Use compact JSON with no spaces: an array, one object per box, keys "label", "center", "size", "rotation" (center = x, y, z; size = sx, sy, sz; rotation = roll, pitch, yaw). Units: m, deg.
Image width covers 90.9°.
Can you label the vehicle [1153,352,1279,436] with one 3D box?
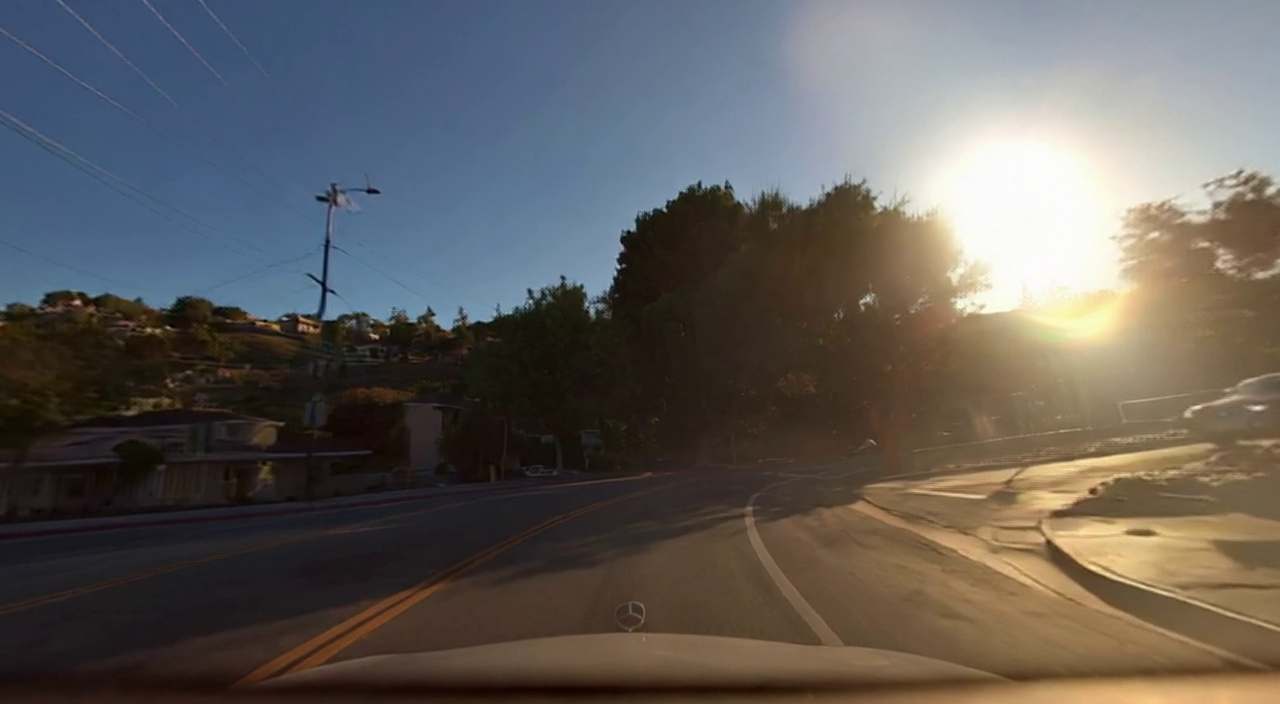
[{"label":"vehicle","center":[15.017,0.989,14.207],"size":[4.810,1.732,2.176],"rotation":[-1,-8,6]}]
